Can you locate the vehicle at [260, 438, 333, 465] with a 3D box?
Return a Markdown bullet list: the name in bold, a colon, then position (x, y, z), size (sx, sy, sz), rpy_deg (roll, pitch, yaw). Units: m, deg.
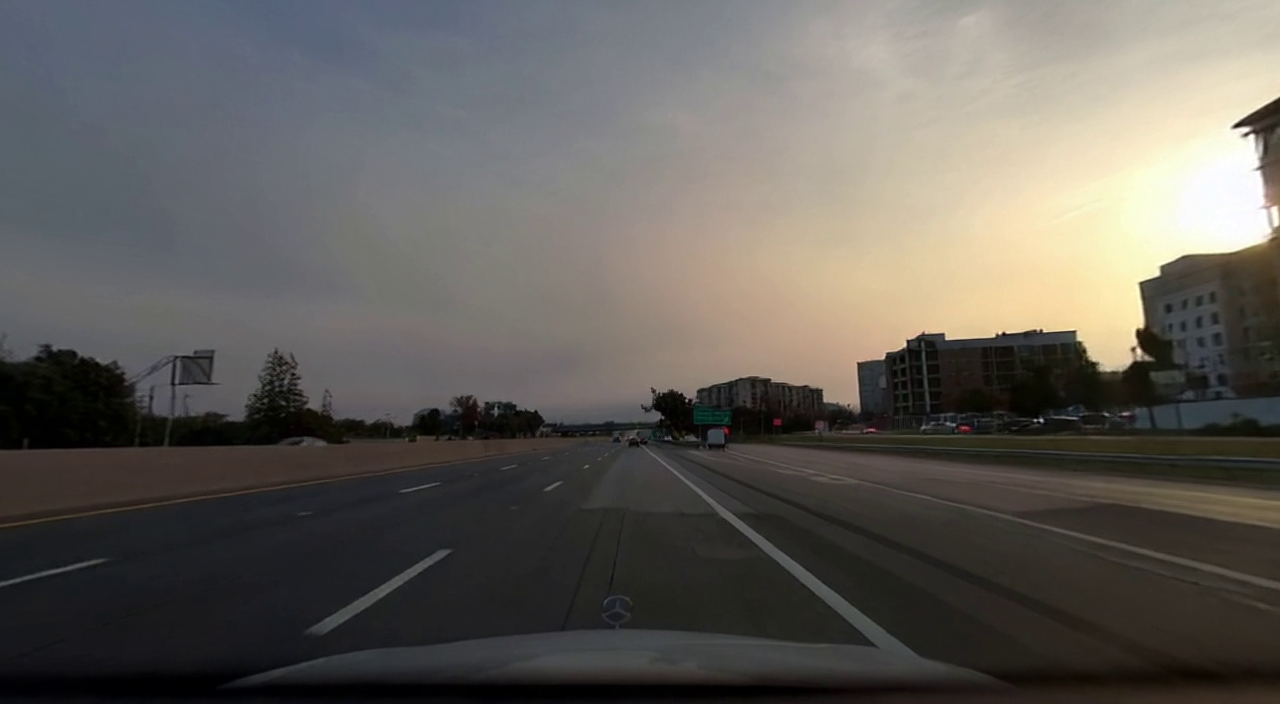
- **vehicle**: position (-21.334, 6.189, 39.268), size (1.948, 1.556, 4.487), rpy_deg (0, -8, 1)
